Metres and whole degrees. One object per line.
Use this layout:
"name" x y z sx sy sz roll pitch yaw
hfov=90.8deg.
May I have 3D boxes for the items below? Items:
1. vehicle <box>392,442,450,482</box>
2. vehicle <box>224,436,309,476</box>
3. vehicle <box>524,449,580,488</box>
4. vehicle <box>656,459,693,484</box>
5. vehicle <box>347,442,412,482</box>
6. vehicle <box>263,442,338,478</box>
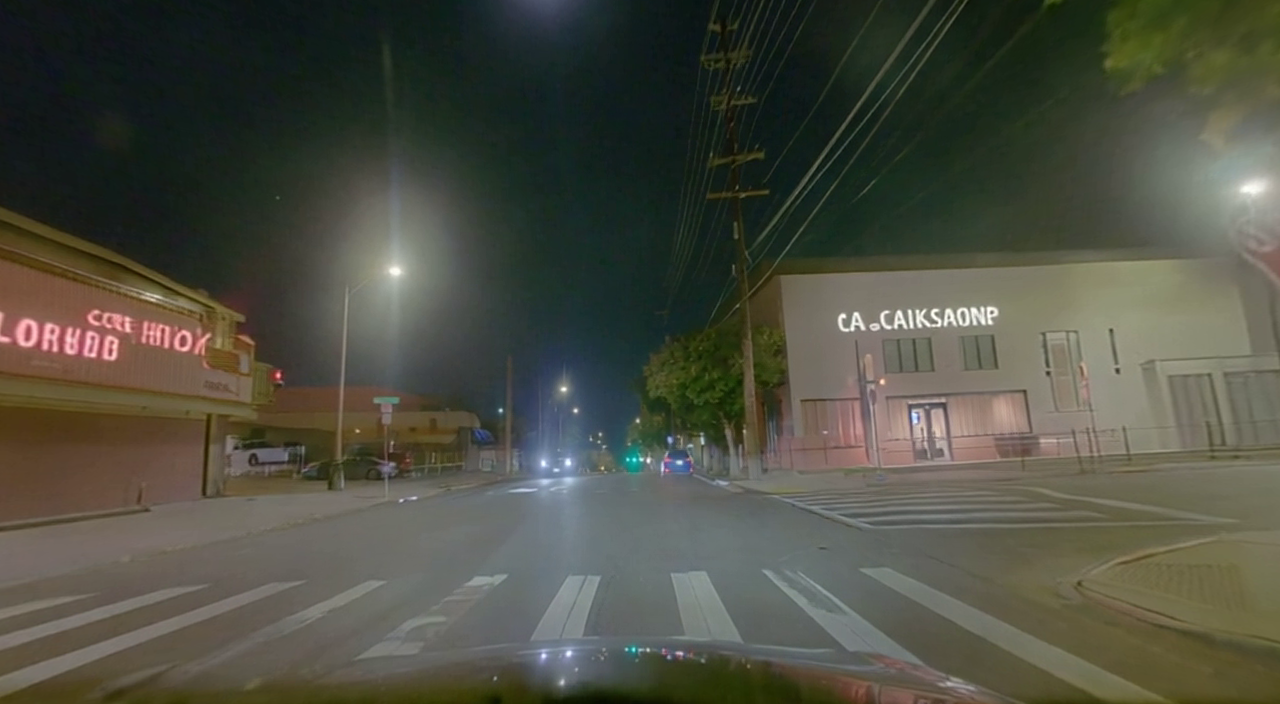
"vehicle" -16.559 8.352 48.177 2.715 2.789 6.225 0 -10 -5
"vehicle" -28.111 7.810 47.902 2.249 2.760 6.636 0 -8 1
"vehicle" -4.788 6.397 35.157 2.495 1.966 4.846 0 -8 -1
"vehicle" 2.105 7.512 39.814 1.877 1.373 3.854 0 -8 -4
"vehicle" -19.487 8.232 47.624 2.256 2.668 5.979 0 -7 0
"vehicle" -25.441 8.075 47.614 2.288 2.514 5.886 0 -8 0
